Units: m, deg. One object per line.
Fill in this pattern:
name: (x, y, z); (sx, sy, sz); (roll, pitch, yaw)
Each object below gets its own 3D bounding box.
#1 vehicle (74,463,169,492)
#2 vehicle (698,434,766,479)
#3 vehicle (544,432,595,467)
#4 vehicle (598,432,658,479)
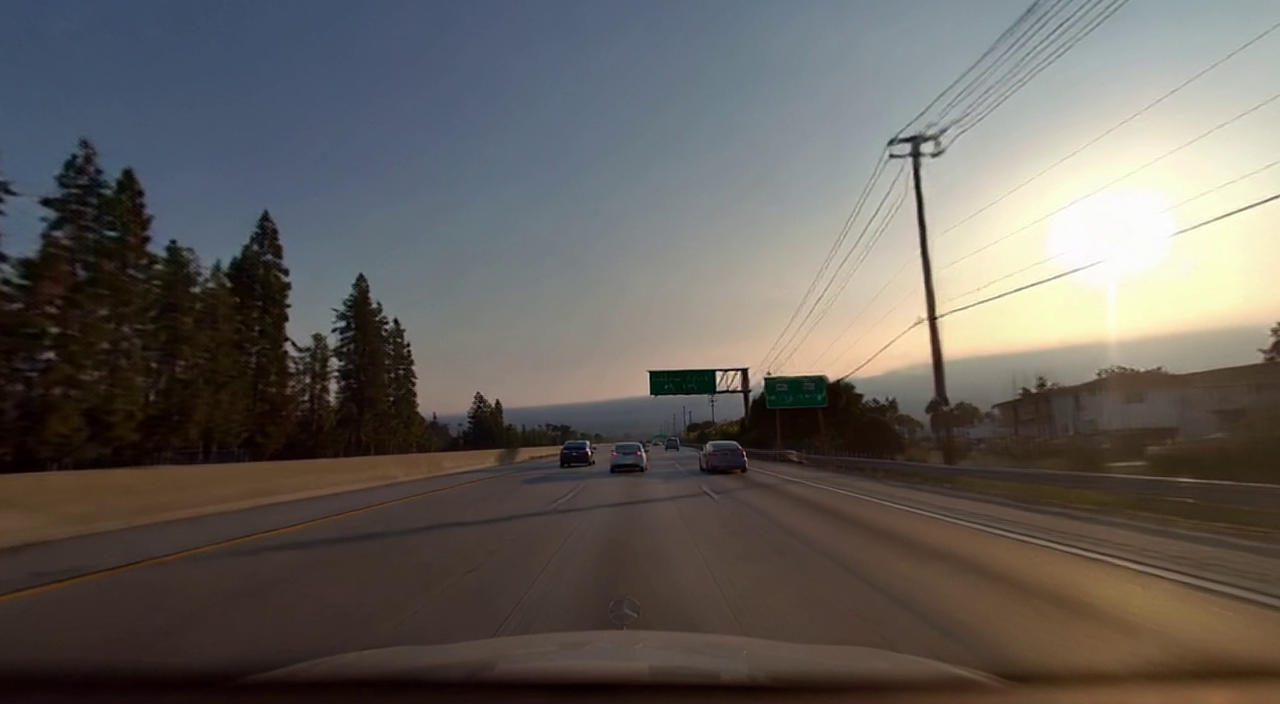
vehicle: (-31.599, 7.622, 38.604); (1.941, 1.497, 4.519); (0, -8, 1)
vehicle: (3.439, 3.983, 24.300); (1.996, 1.579, 3.841); (0, -8, -1)
vehicle: (-3.779, 5.376, 34.839); (2.217, 1.773, 4.553); (0, -8, 1)
vehicle: (-0.386, 3.913, 24.037); (2.049, 1.620, 4.153); (0, -8, 1)
